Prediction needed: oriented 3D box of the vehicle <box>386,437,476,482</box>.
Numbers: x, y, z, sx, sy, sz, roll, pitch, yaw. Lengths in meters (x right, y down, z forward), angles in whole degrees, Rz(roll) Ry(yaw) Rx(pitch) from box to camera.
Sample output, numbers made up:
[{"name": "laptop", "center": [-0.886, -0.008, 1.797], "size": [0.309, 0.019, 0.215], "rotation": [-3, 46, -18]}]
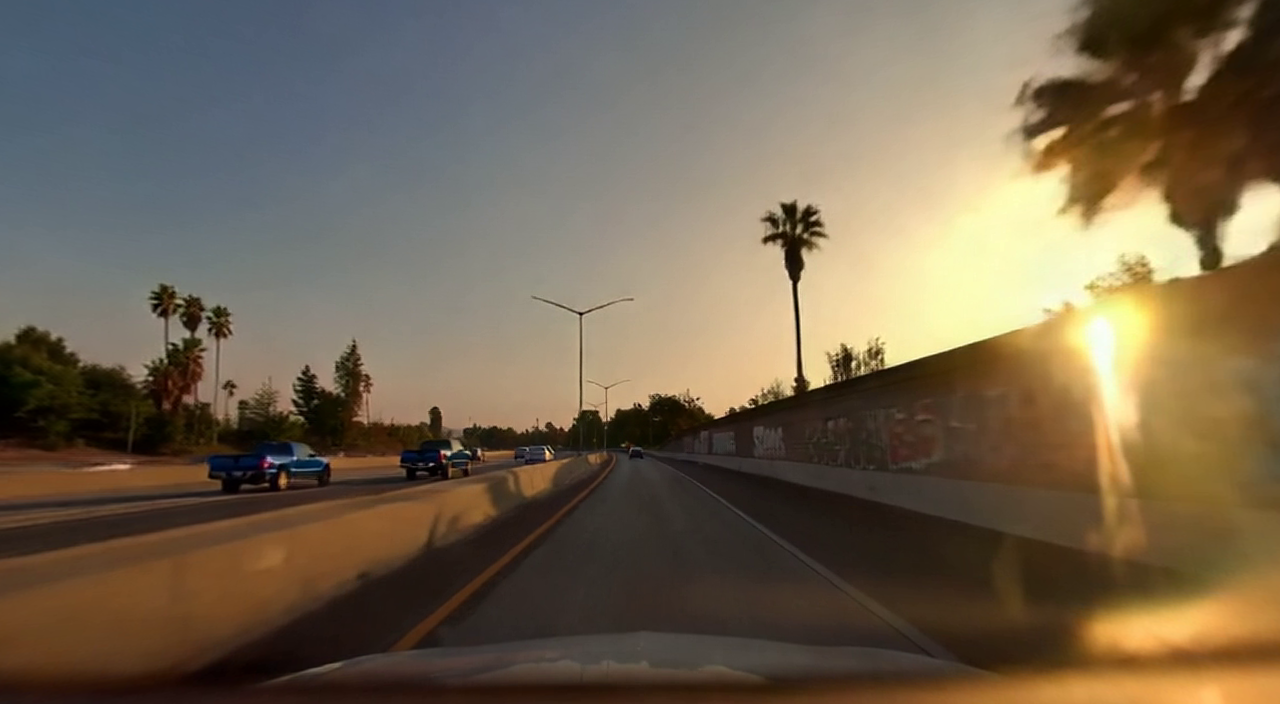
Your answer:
[{"name": "vehicle", "center": [-9.975, 5.179, 30.719], "size": [2.342, 1.999, 5.594], "rotation": [0, -9, 1]}]

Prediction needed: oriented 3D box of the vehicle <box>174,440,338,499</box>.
[{"name": "vehicle", "center": [-13.881, 4.268, 23.457], "size": [2.272, 1.882, 5.941], "rotation": [0, -9, 1]}]

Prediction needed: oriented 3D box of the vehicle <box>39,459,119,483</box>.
[{"name": "vehicle", "center": [-39.782, 8.397, 44.838], "size": [1.807, 1.531, 4.230], "rotation": [0, -9, -1]}]
